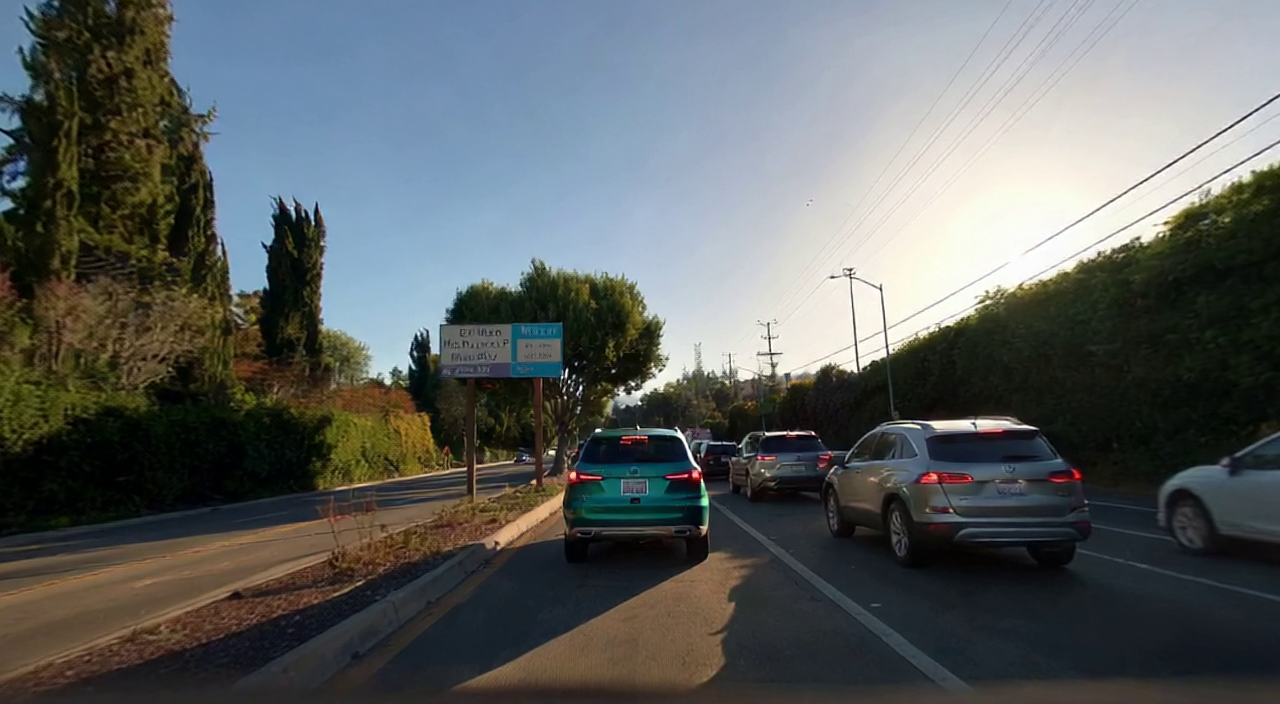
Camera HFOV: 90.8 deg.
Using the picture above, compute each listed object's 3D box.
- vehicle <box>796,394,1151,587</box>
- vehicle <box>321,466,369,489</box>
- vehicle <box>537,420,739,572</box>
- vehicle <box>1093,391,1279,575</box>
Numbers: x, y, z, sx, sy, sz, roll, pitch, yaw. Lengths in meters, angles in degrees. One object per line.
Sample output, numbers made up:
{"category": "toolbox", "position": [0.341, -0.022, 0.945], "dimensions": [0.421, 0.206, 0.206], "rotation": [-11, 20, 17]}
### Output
{"category": "vehicle", "position": [3.513, 1.549, 7.823], "dimensions": [2.001, 1.707, 4.250], "rotation": [0, -8, -1]}
{"category": "vehicle", "position": [-22.910, 9.712, 49.163], "dimensions": [1.847, 1.554, 3.926], "rotation": [0, -8, -1]}
{"category": "vehicle", "position": [-0.055, 1.885, 9.089], "dimensions": [2.199, 1.641, 4.232], "rotation": [0, -8, -1]}
{"category": "vehicle", "position": [7.160, 1.273, 6.161], "dimensions": [2.018, 1.757, 4.715], "rotation": [0, -8, 1]}
